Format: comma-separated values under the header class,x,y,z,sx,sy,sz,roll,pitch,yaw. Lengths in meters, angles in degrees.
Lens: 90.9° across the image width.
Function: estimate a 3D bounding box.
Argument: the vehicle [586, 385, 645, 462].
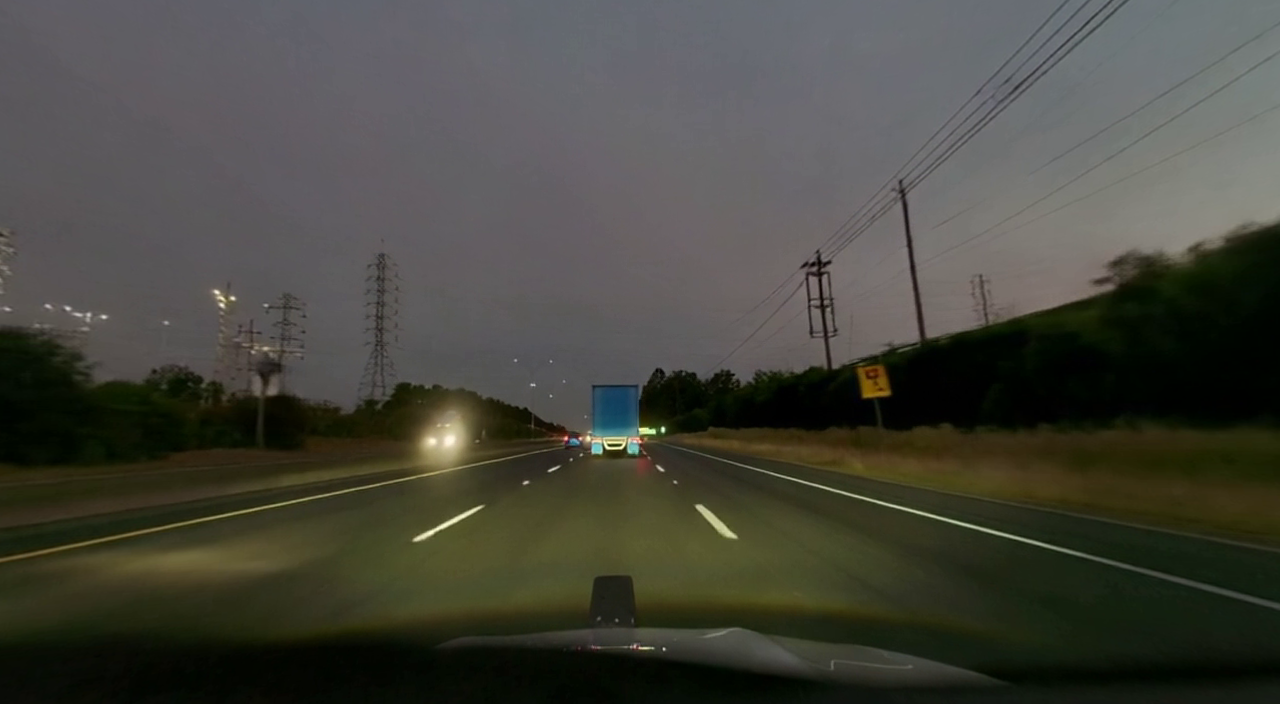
class,x,y,z,sx,sy,sz,roll,pitch,yaw
vehicle,-1.360,4.230,36.500,2.955,3.851,9.915,0,-8,-2
